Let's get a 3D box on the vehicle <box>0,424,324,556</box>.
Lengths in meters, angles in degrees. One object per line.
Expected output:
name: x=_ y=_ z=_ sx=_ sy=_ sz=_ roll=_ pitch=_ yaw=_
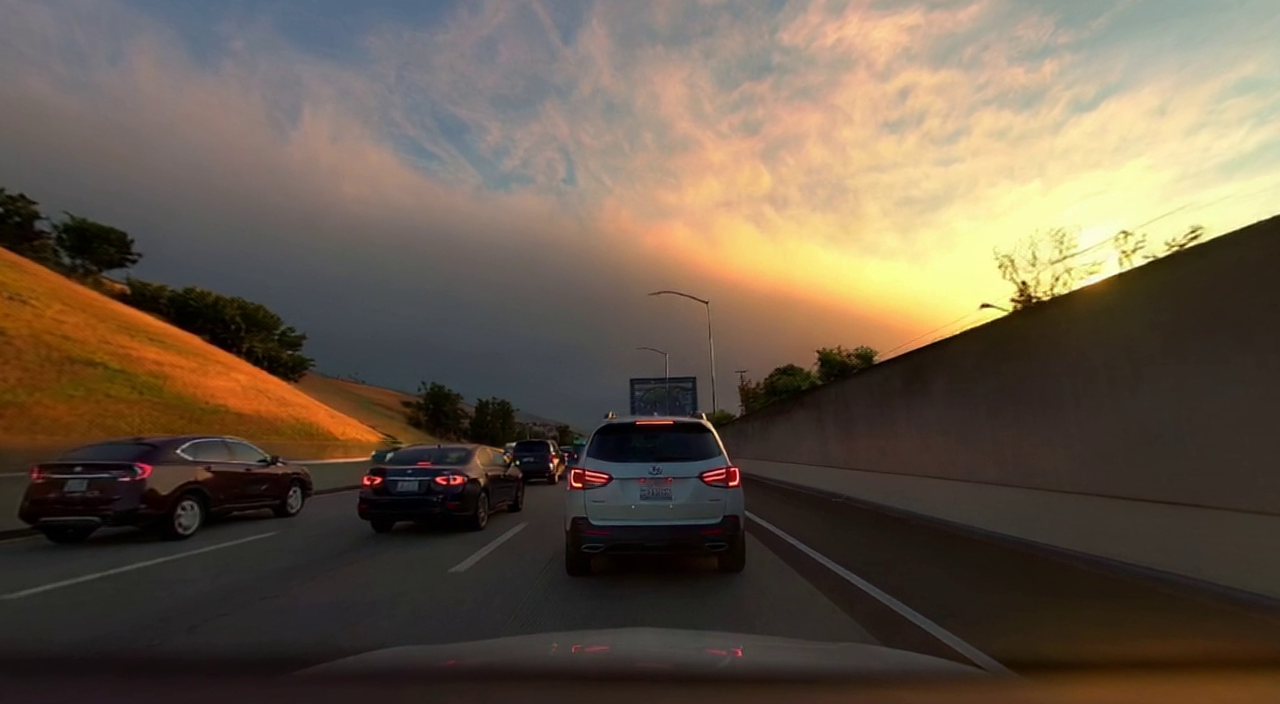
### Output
vehicle: x=-7.477 y=2.153 z=10.544 sx=1.986 sy=1.700 sz=4.558 roll=0 pitch=-9 yaw=0

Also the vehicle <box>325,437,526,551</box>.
vehicle: x=-3.243 y=2.220 z=10.508 sx=1.917 sy=1.506 sz=3.949 roll=0 pitch=-9 yaw=1

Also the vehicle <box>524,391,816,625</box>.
vehicle: x=0.198 y=1.592 z=7.520 sx=2.210 sy=1.760 sz=5.303 roll=0 pitch=-9 yaw=-1
